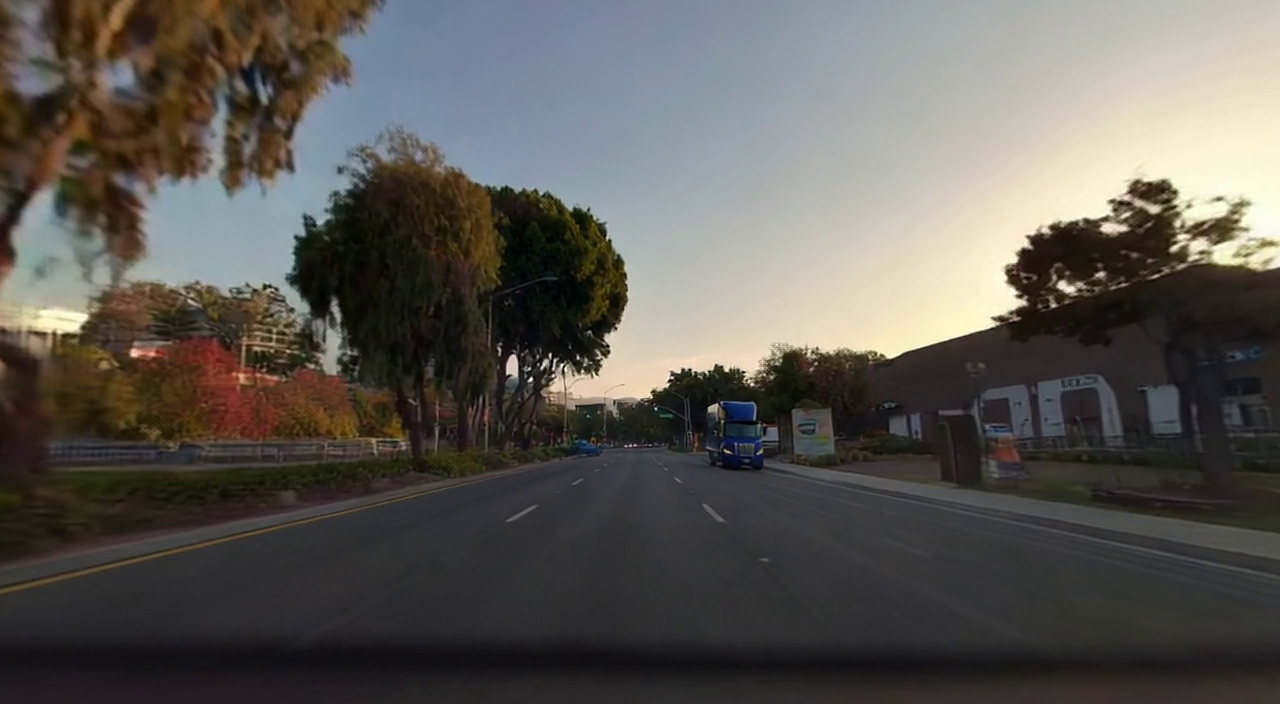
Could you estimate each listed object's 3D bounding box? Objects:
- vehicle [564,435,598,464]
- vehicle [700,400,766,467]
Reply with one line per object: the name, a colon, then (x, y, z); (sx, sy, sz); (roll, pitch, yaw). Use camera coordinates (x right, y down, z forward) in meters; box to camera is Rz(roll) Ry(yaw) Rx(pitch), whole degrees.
vehicle: (-4.491, 7.514, 48.918); (2.270, 2.068, 5.865); (0, -9, -2)
vehicle: (6.101, 5.625, 43.091); (2.981, 4.106, 8.794); (0, -9, -1)
